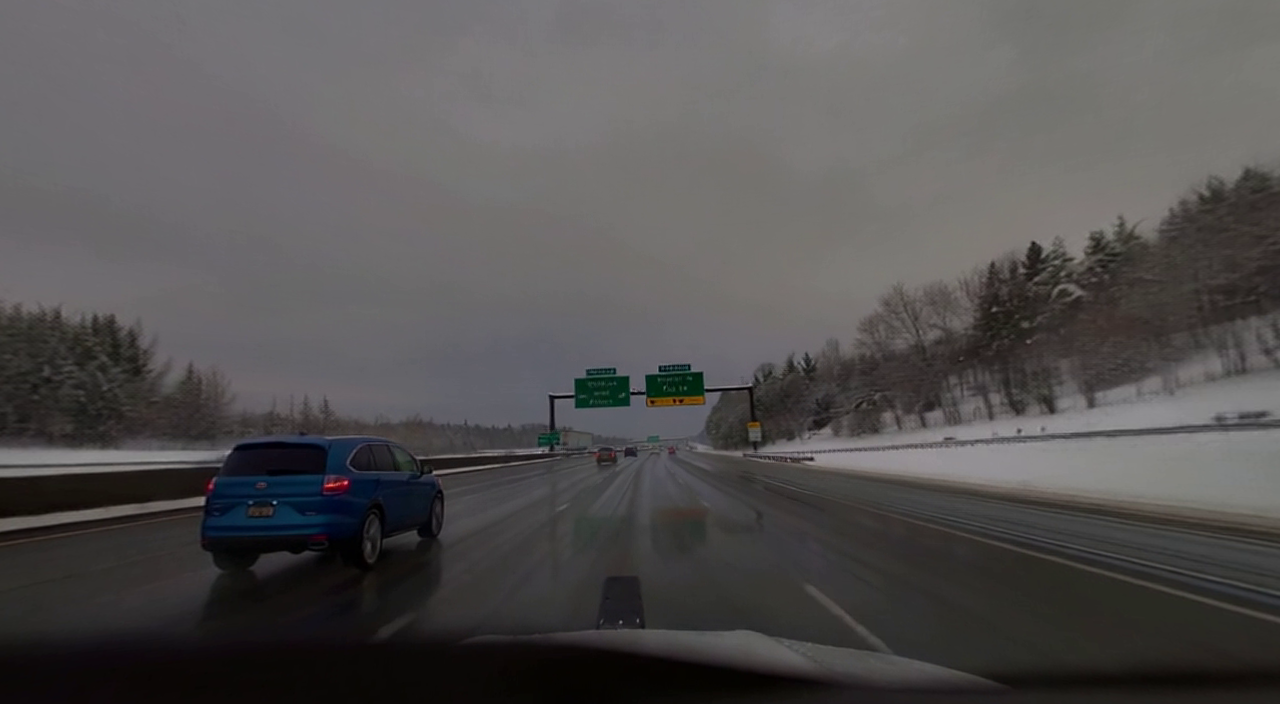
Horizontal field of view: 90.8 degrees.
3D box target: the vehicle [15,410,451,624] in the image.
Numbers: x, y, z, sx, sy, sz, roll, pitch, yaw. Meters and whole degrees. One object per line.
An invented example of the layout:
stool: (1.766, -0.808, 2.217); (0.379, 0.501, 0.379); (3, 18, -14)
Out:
vehicle: (-3.766, 1.579, 6.986); (2.016, 1.623, 4.126); (0, -8, 1)
